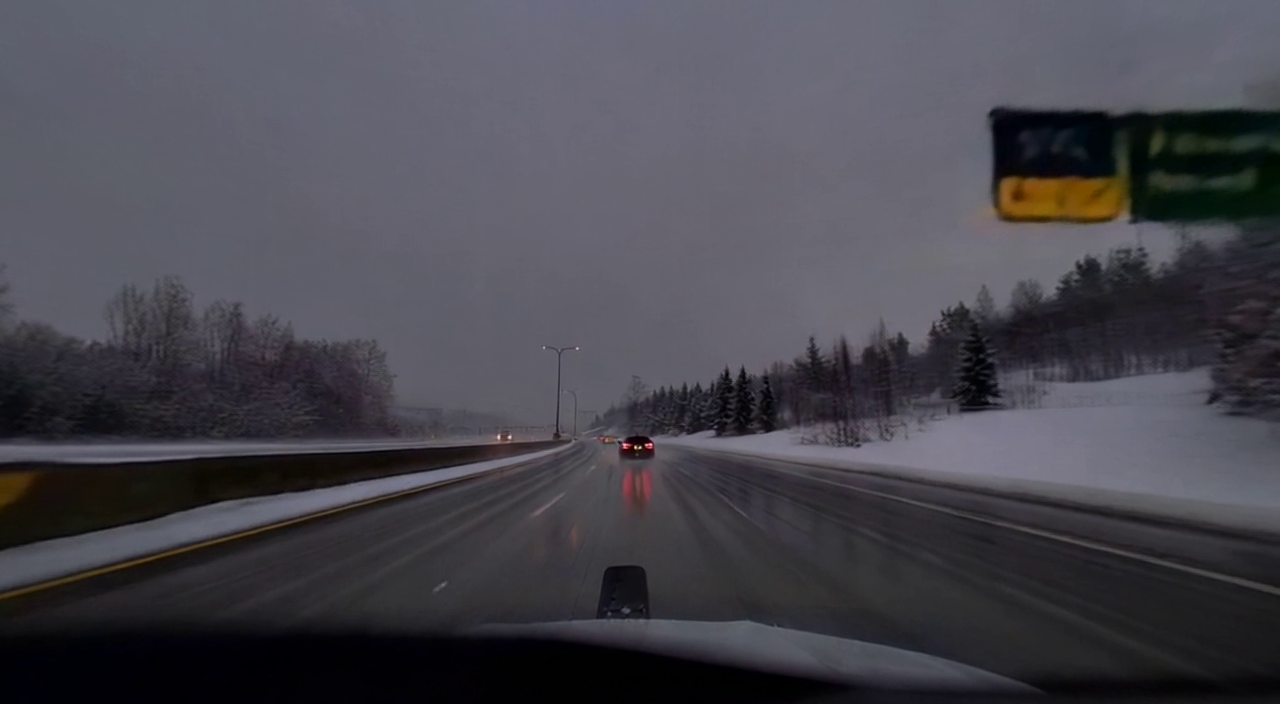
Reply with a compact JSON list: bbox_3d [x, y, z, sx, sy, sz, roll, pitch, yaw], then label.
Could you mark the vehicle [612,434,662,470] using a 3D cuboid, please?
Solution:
[{"bbox_3d":[-0.138,4.558,28.794,2.130,1.512,4.057,1,-8,0],"label":"vehicle"}]
